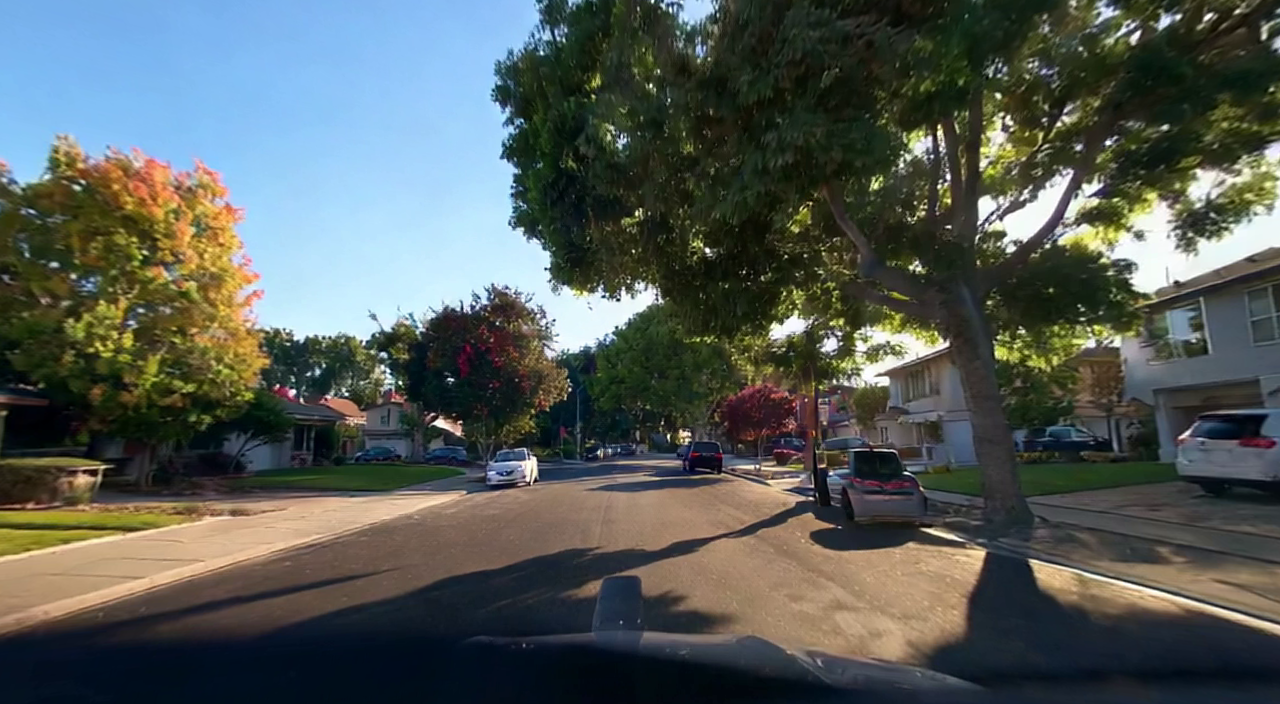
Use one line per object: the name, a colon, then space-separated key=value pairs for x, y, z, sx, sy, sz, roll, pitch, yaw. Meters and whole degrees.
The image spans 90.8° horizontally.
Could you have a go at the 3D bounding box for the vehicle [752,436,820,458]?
vehicle: x=11.478 y=7.480 z=49.857 sx=4.781 sy=1.700 sz=1.914 roll=0 pitch=-8 yaw=-3

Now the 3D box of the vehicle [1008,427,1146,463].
vehicle: x=19.007 y=4.079 z=27.659 sx=4.484 sy=1.492 sz=2.071 roll=0 pitch=-8 yaw=-1

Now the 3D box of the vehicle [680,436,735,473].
vehicle: x=3.482 y=5.447 z=33.675 sx=2.228 sy=1.813 sz=4.901 roll=0 pitch=-8 yaw=-2

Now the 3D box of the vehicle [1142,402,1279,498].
vehicle: x=12.992 y=1.885 z=12.312 sx=4.623 sy=1.678 sz=2.078 roll=0 pitch=-8 yaw=-2

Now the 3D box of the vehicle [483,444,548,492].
vehicle: x=-4.677 y=4.367 z=24.286 sx=1.981 sy=1.463 sz=4.631 roll=-1 pitch=-7 yaw=-5
